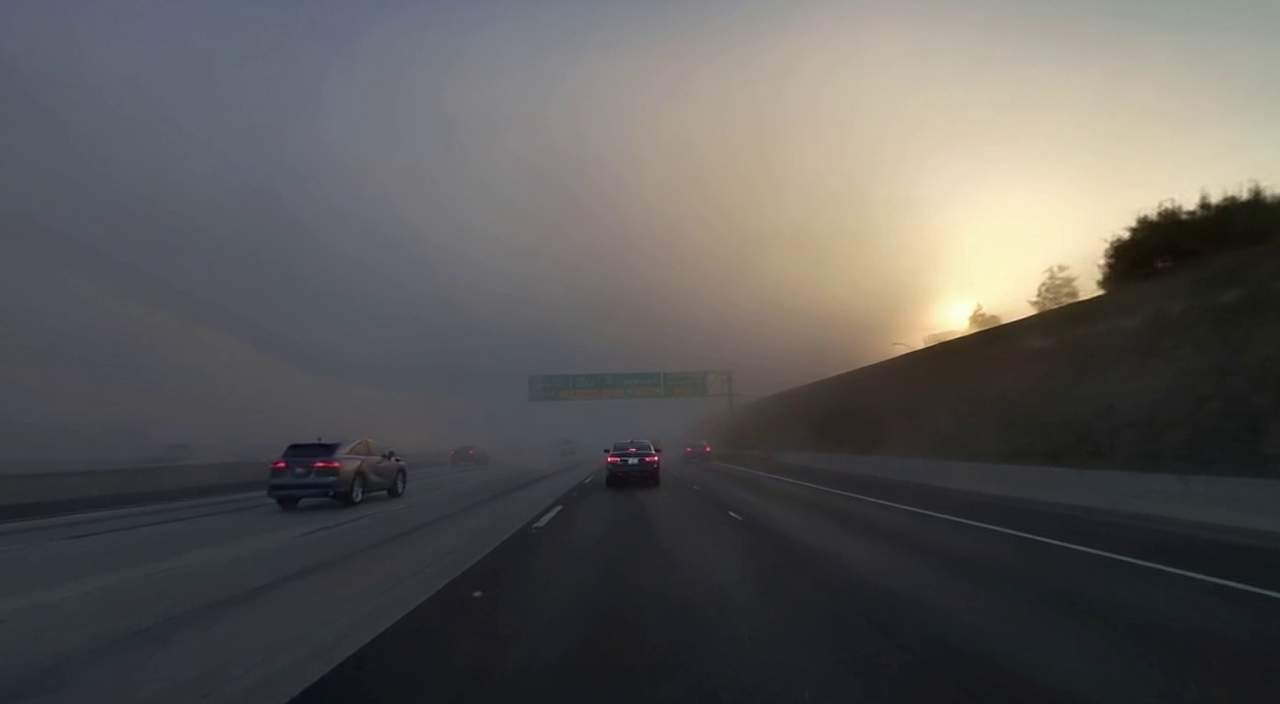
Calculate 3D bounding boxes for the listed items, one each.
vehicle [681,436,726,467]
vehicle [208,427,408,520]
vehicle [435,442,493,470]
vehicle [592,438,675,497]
[{"bbox_3d":[3.703,5.915,37.671,2.100,1.707,4.342,0,-8,-2],"label":"vehicle"},{"bbox_3d":[-6.869,2.536,13.706,2.060,1.669,4.242,0,-8,-1],"label":"vehicle"},{"bbox_3d":[-10.451,6.219,37.923,2.019,1.510,4.992,0,-8,1],"label":"vehicle"},{"bbox_3d":[-0.179,3.168,17.724,2.042,1.446,4.269,0,-8,-1],"label":"vehicle"}]
